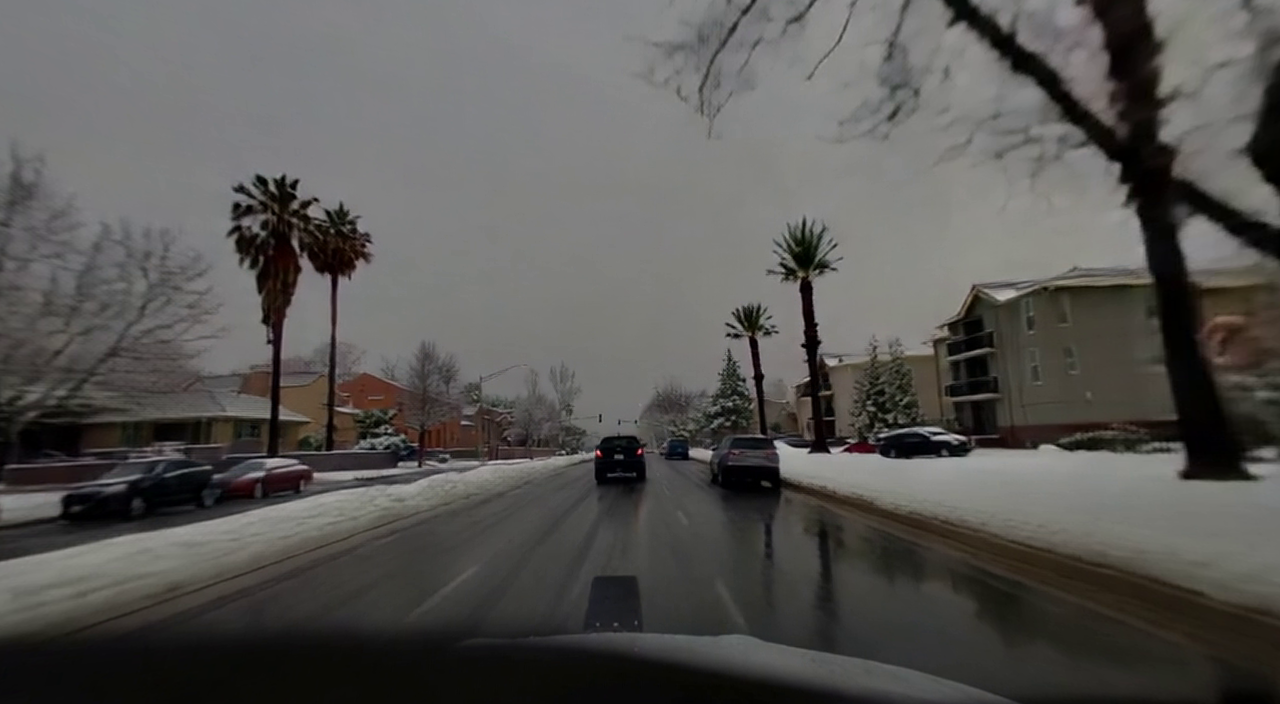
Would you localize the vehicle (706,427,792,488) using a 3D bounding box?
[{"bbox_3d":[3.403,3.356,20.337,1.949,1.685,4.161,2,-8,-1],"label":"vehicle"}]

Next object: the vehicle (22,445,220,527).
[{"bbox_3d":[-13.985,3.558,17.377,1.890,1.640,4.320,-4,-6,-1],"label":"vehicle"}]

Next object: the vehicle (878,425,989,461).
[{"bbox_3d":[14.004,4.363,30.242,4.238,1.621,2.067,-1,-8,-1],"label":"vehicle"}]

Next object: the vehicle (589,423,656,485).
[{"bbox_3d":[-0.539,3.414,21.480,1.994,1.810,5.057,-1,-8,0],"label":"vehicle"}]

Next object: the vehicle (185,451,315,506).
[{"bbox_3d":[-14.081,4.537,23.099,1.877,1.443,4.677,-4,-6,-1],"label":"vehicle"}]
